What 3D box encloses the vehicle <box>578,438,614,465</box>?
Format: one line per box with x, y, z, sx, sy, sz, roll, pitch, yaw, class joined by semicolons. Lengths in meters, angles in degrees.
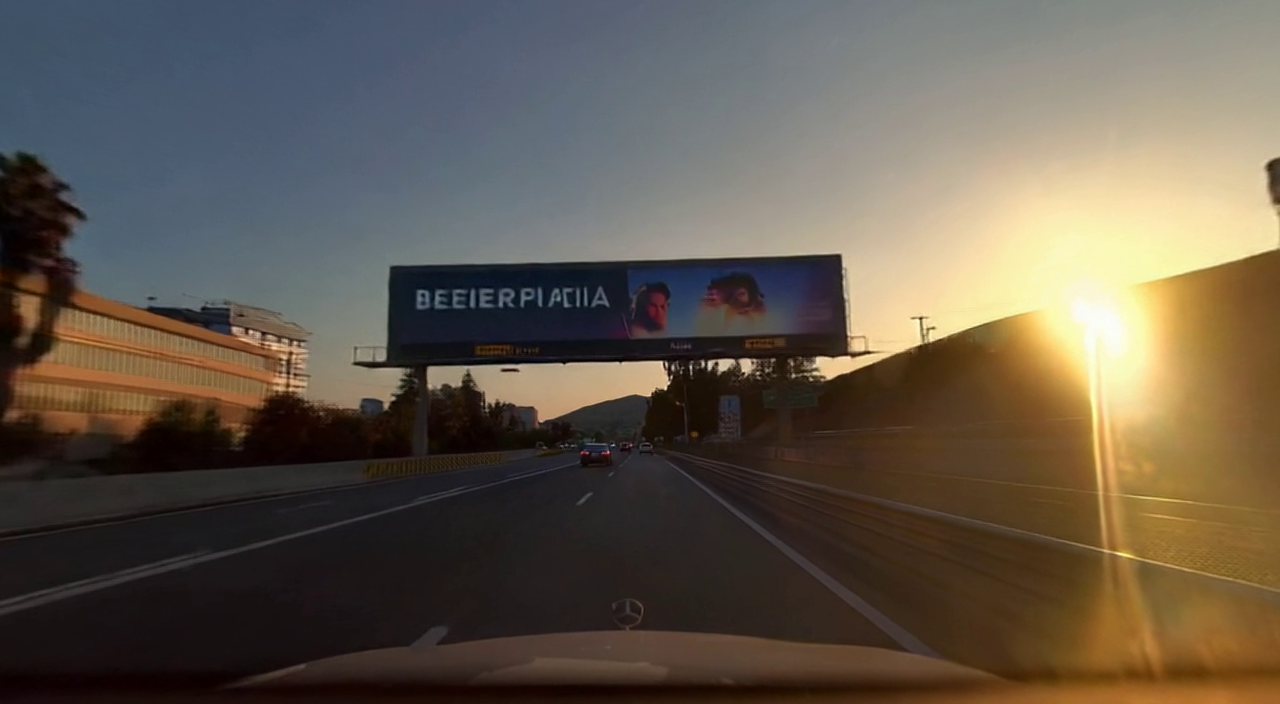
-3.082;7.138;45.426;2.159;1.793;5.027;-1;-8;1;vehicle
